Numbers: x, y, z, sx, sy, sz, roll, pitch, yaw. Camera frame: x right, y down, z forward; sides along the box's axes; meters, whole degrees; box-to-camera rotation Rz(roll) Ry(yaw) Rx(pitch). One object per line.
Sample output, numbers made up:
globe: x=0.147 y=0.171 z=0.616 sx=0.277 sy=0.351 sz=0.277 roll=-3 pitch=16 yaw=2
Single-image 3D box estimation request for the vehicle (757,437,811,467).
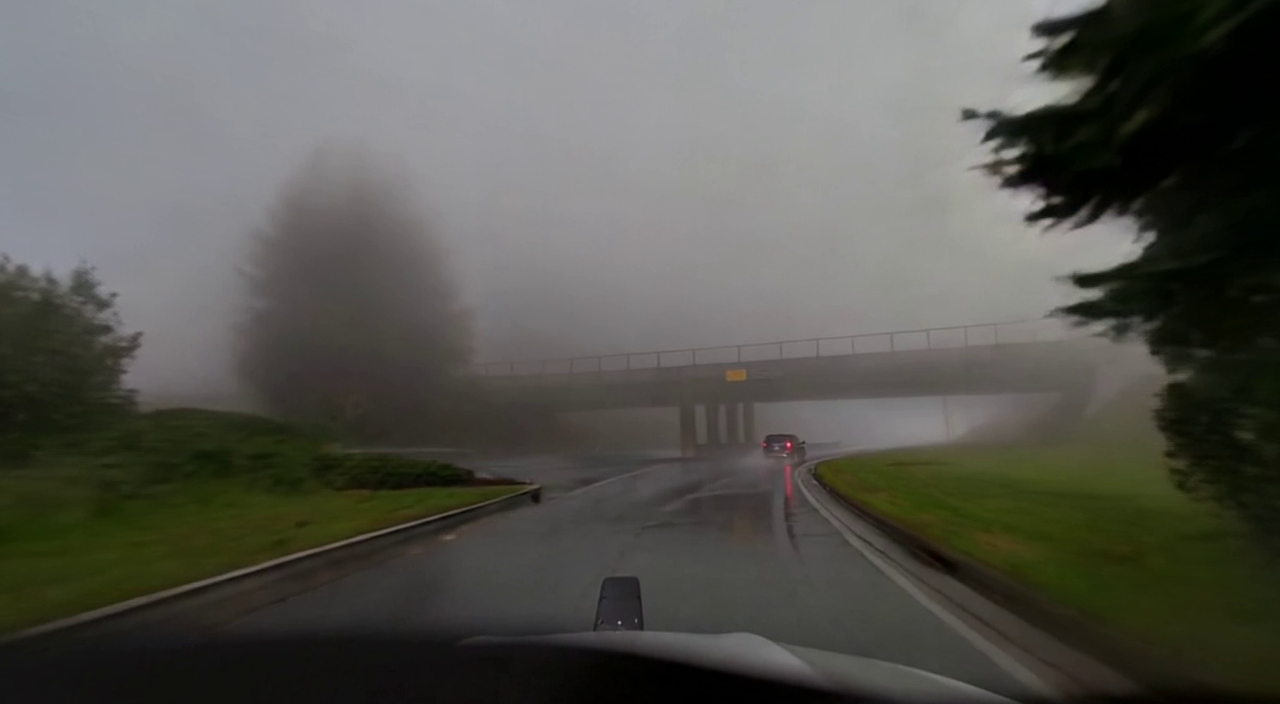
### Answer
vehicle: x=7.493 y=5.160 z=32.509 sx=1.980 sy=1.449 sz=3.650 roll=-4 pitch=-10 yaw=23
